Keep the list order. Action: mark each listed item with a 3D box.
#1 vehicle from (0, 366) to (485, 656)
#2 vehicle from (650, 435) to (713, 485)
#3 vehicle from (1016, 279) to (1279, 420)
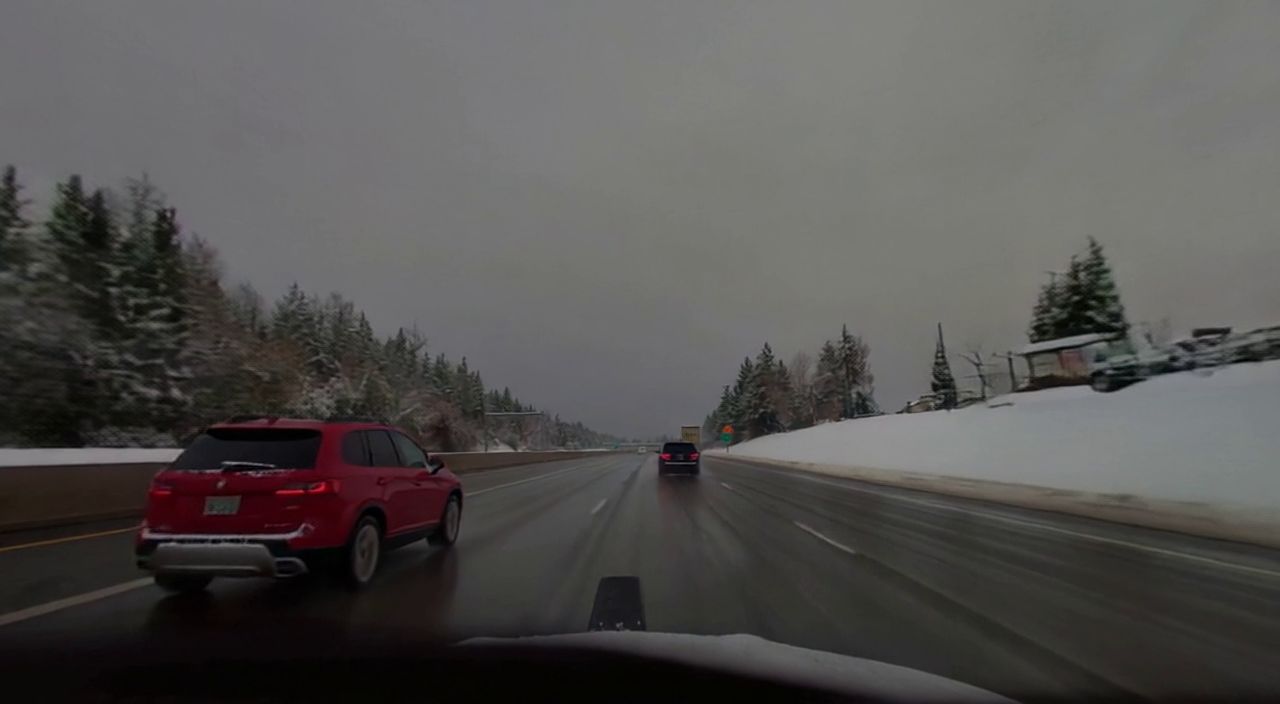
[{"bbox_3d":[-3.258,1.343,6.314,2.139,1.804,4.611,0,-9,1],"label":"vehicle"},{"bbox_3d":[1.461,4.052,23.903,2.087,1.682,4.388,0,-9,0],"label":"vehicle"},{"bbox_3d":[24.946,0.742,31.006,3.528,4.387,16.822,-1,-9,4],"label":"vehicle"}]
